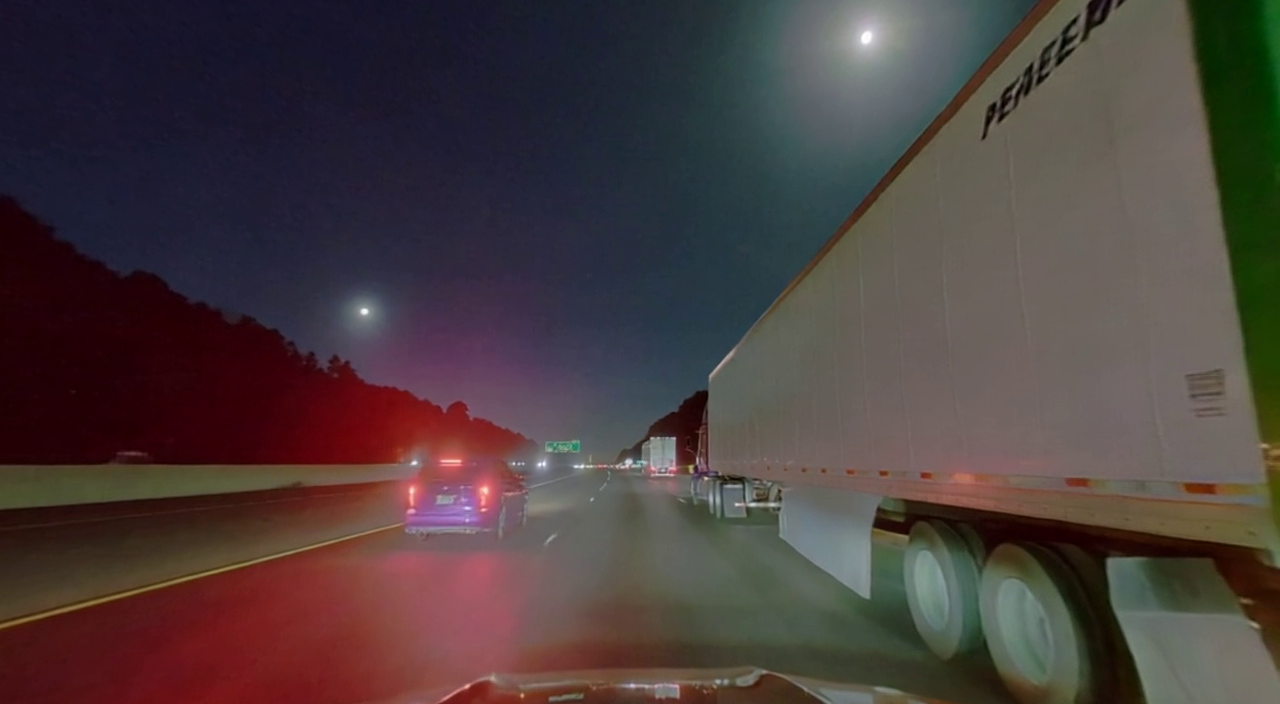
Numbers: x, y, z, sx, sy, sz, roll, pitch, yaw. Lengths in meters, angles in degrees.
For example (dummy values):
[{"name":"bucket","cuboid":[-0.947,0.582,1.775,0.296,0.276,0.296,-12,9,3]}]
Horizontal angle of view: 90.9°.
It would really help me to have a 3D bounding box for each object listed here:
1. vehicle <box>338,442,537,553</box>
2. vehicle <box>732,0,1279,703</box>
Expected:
[{"name":"vehicle","cuboid":[-3.422,2.613,11.873,2.010,1.580,4.949,1,-10,1]},{"name":"vehicle","cuboid":[3.744,0.867,8.508,2.856,4.040,14.009,1,-10,0]}]
